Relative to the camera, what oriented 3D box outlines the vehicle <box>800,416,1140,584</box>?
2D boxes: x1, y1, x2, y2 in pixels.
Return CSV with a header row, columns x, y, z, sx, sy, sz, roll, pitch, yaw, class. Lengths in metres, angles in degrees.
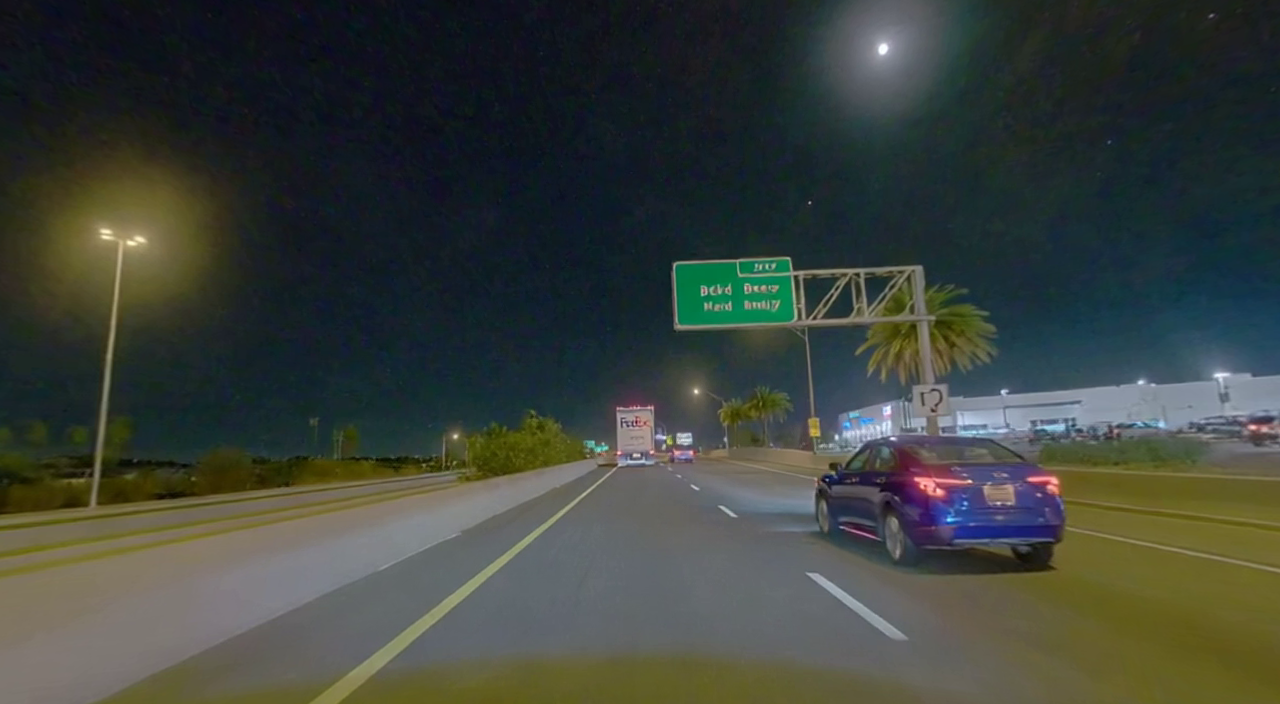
x,y,z,sx,sy,sz,roll,pitch,yaw,class
3.660,1.725,8.110,1.966,1.558,4.238,0,-9,-2,vehicle
